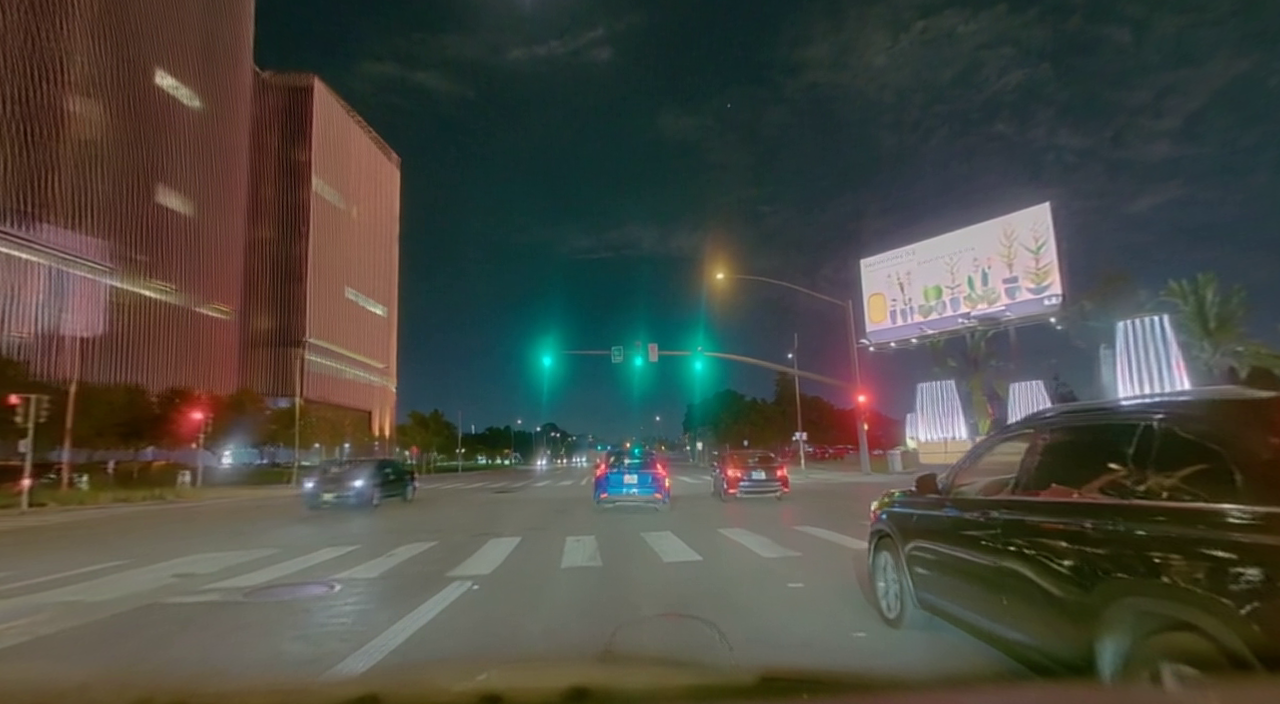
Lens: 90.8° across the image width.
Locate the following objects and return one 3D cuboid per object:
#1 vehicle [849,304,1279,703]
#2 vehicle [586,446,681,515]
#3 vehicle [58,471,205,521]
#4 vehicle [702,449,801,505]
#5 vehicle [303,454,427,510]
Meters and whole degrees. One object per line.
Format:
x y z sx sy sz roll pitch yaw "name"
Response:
2.974 0.987 3.533 2.047 1.785 4.357 0 -8 -1 "vehicle"
-0.210 3.133 15.943 2.095 1.502 3.873 0 -8 -2 "vehicle"
-19.194 5.410 24.178 1.942 1.453 4.448 0 -8 0 "vehicle"
3.137 3.606 18.780 2.009 1.414 4.416 0 -8 -2 "vehicle"
-8.727 4.123 20.563 1.879 1.510 4.619 0 -8 1 "vehicle"
